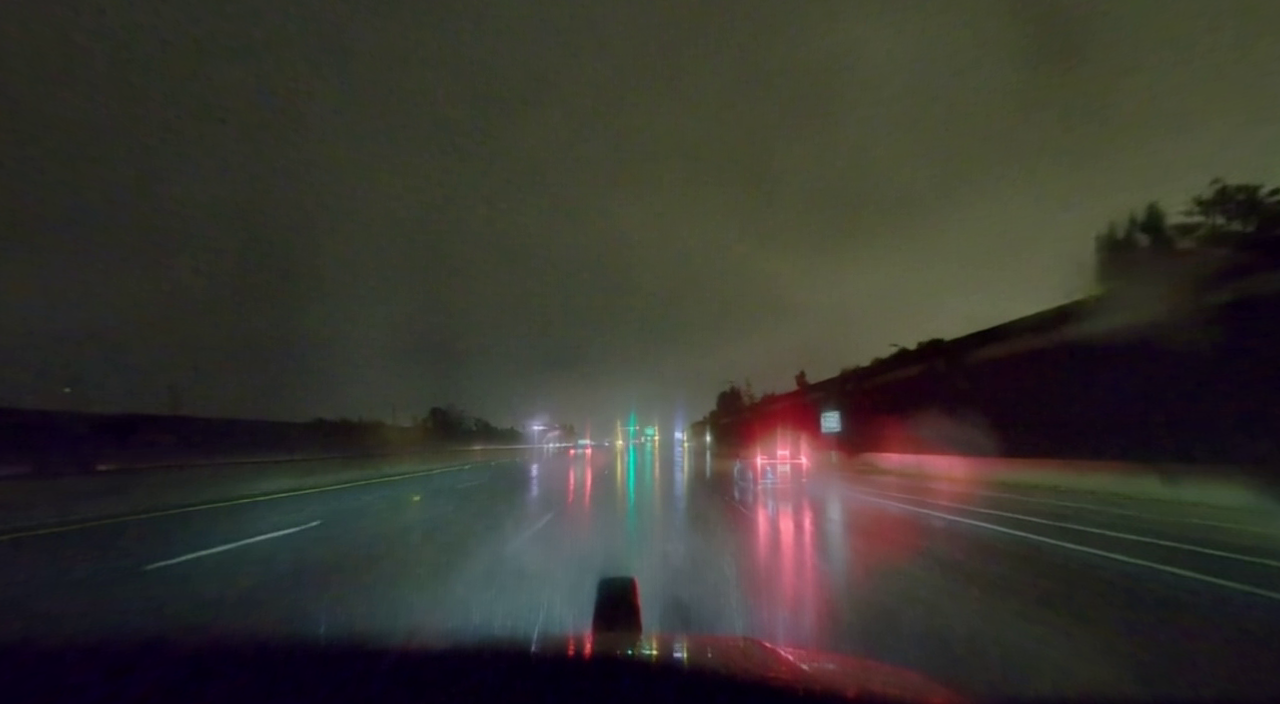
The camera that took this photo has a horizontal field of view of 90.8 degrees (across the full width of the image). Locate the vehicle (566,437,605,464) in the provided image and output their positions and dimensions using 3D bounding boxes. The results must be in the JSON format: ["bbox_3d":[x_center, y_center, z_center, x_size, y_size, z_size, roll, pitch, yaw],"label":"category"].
[{"bbox_3d":[-3.405,6.307,40.526,2.048,1.618,4.424,0,-9,1],"label":"vehicle"}]

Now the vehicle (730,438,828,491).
[{"bbox_3d":[4.250,3.515,20.129,2.060,1.485,4.274,0,-9,-1],"label":"vehicle"}]

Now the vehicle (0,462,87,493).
[{"bbox_3d":[-36.360,7.502,38.032,1.945,1.591,4.590,0,-8,0],"label":"vehicle"}]
